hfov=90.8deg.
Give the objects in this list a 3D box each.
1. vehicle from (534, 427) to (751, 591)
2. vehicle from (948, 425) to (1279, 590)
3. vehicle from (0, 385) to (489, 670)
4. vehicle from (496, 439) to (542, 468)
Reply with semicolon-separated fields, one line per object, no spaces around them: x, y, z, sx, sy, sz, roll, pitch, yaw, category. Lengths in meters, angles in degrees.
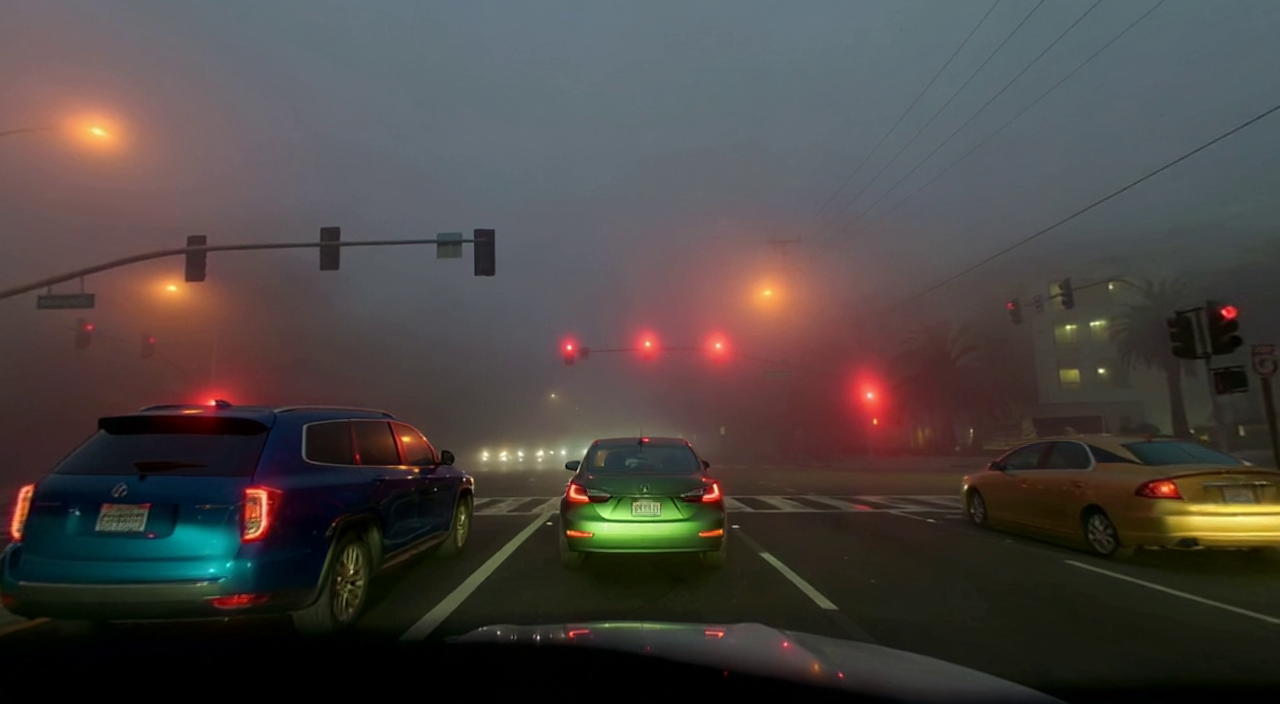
-0.006;1.707;7.725;1.942;1.445;3.973;0;-8;-1;vehicle
6.084;1.763;8.106;1.970;1.489;4.482;0;-8;-1;vehicle
-3.106;1.370;6.079;2.051;1.682;4.467;0;-8;2;vehicle
-7.951;6.708;42.020;2.130;1.810;4.450;-2;-8;1;vehicle
